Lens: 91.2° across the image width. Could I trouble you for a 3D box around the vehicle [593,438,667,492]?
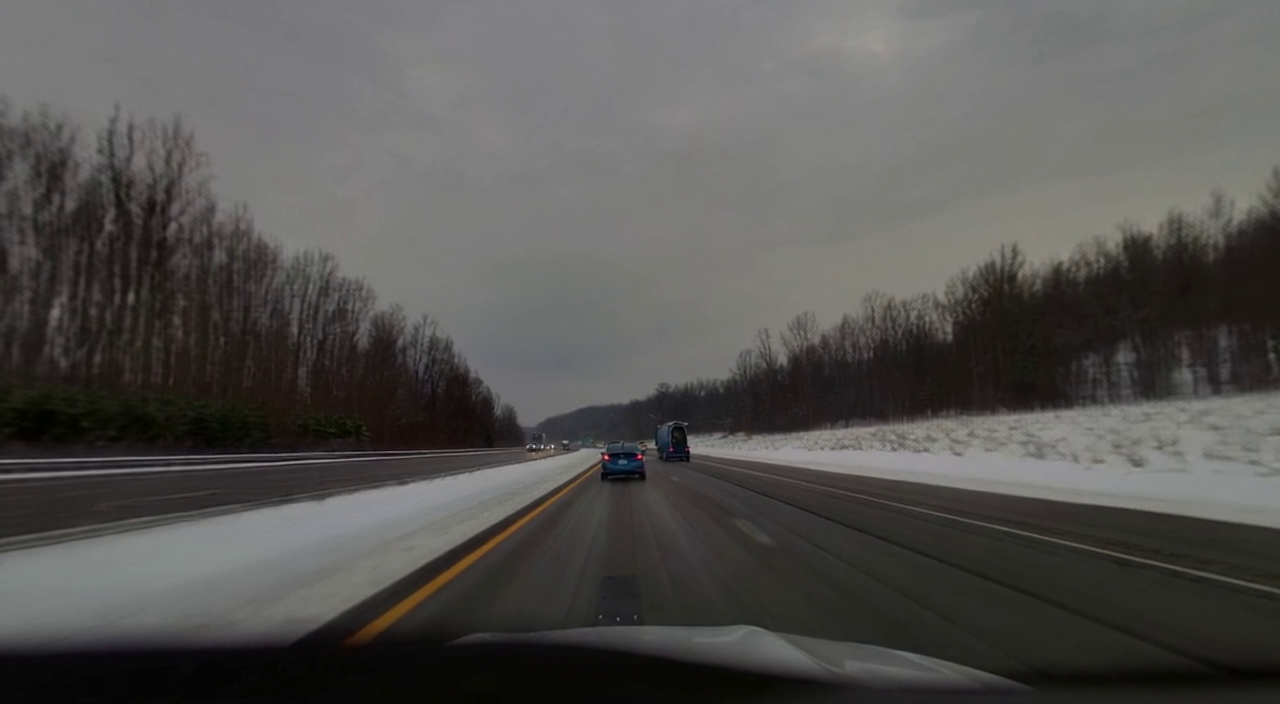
[{"bbox_3d":[-0.341,3.538,19.980,2.099,1.506,4.097,0,-9,-1],"label":"vehicle"}]
